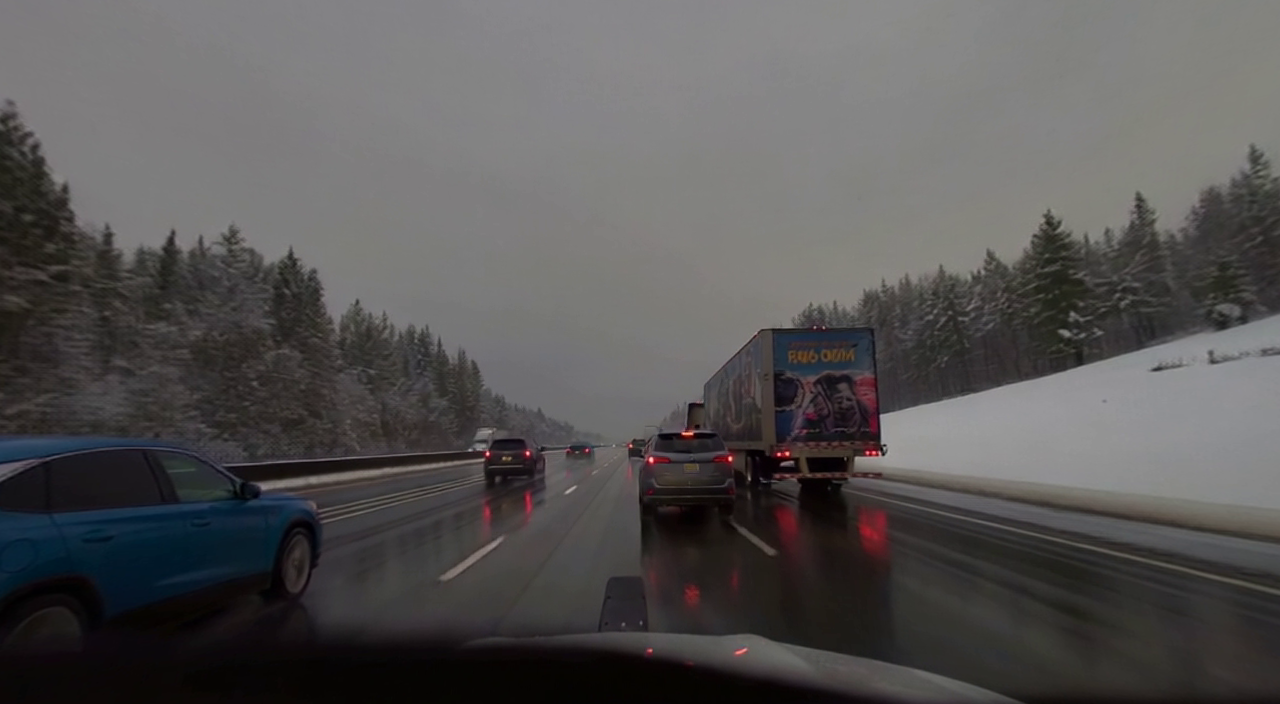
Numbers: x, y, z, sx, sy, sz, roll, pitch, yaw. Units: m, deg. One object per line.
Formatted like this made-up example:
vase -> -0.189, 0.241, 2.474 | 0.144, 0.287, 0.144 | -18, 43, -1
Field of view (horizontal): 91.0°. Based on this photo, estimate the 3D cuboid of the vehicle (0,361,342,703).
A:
vehicle -> -4.031, 1.039, 4.061 | 1.983, 1.666, 4.452 | 0, -8, 1

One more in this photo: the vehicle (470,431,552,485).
vehicle -> -4.243, 3.538, 21.255 | 1.905, 1.642, 3.803 | 0, -8, 1

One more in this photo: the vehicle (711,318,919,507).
vehicle -> 4.561, 2.285, 20.731 | 2.828, 4.081, 14.220 | 0, -8, 0

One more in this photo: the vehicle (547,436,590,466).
vehicle -> -4.323, 6.055, 38.605 | 2.014, 1.683, 4.275 | 0, -8, 1

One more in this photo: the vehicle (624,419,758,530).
vehicle -> 0.731, 2.109, 11.365 | 2.017, 1.662, 3.543 | 0, -8, -2
